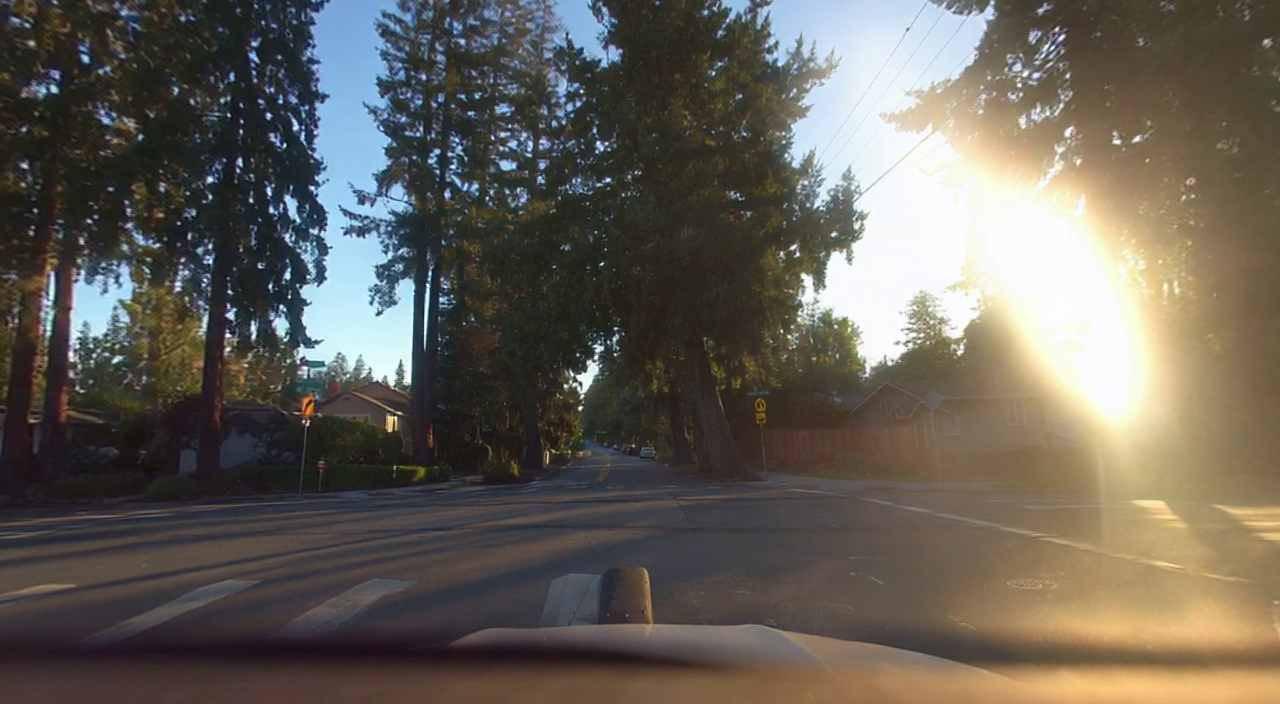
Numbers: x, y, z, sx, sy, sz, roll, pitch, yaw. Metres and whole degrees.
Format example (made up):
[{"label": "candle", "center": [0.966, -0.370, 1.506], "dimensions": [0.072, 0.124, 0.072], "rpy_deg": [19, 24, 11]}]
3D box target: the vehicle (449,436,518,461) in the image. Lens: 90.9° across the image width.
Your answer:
[{"label": "vehicle", "center": [-11.678, 7.207, 47.244], "dimensions": [4.622, 1.782, 1.836], "rpy_deg": [0, -8, 1]}]
